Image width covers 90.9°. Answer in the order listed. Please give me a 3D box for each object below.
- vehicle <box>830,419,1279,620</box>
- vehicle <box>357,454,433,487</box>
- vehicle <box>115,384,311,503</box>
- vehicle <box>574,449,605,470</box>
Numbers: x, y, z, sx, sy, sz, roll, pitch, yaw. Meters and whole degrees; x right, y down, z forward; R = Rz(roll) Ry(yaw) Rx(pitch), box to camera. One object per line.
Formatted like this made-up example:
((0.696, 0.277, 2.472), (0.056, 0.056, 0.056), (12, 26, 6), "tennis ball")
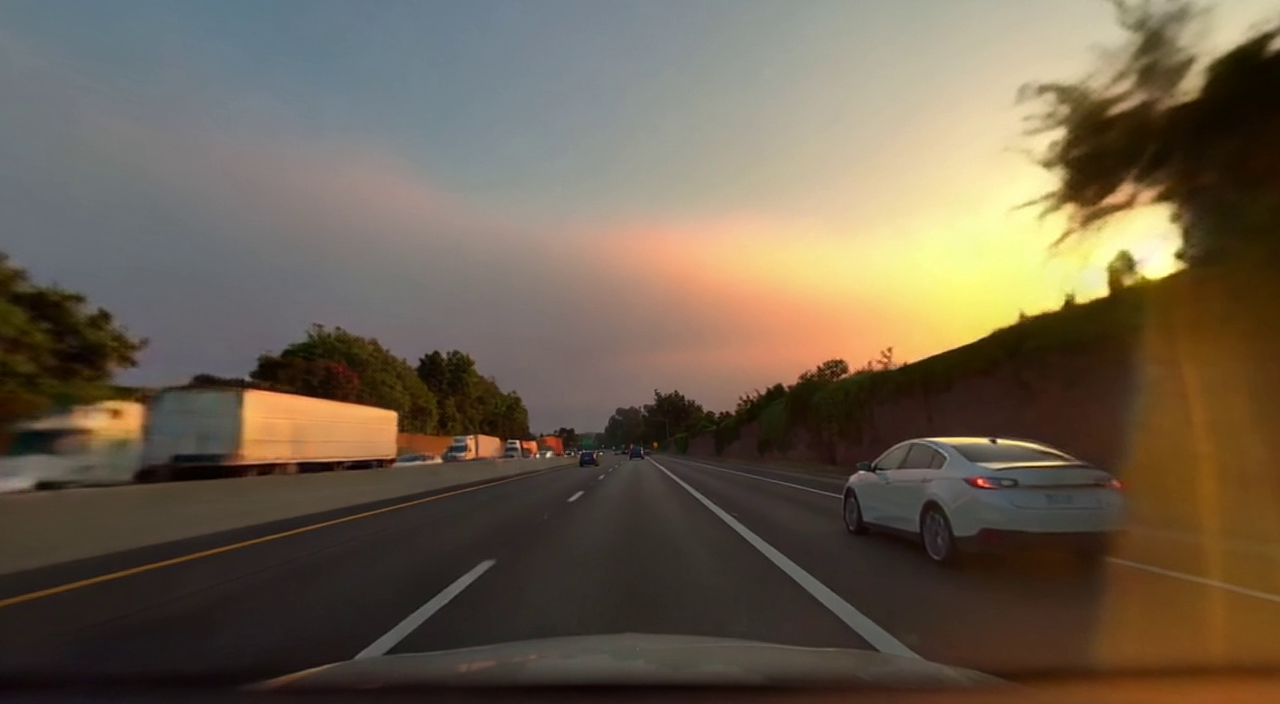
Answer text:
((3.858, 1.609, 7.030), (2.053, 1.504, 4.386), (0, -9, -1), "vehicle")
((-11.181, 5.405, 29.076), (1.820, 1.389, 4.266), (0, -9, 0), "vehicle")
((-15.922, 3.519, 24.243), (2.995, 3.939, 6.212), (0, -9, 0), "vehicle")
((-3.768, 8.059, 47.444), (1.978, 1.539, 3.924), (0, -9, 0), "vehicle")
